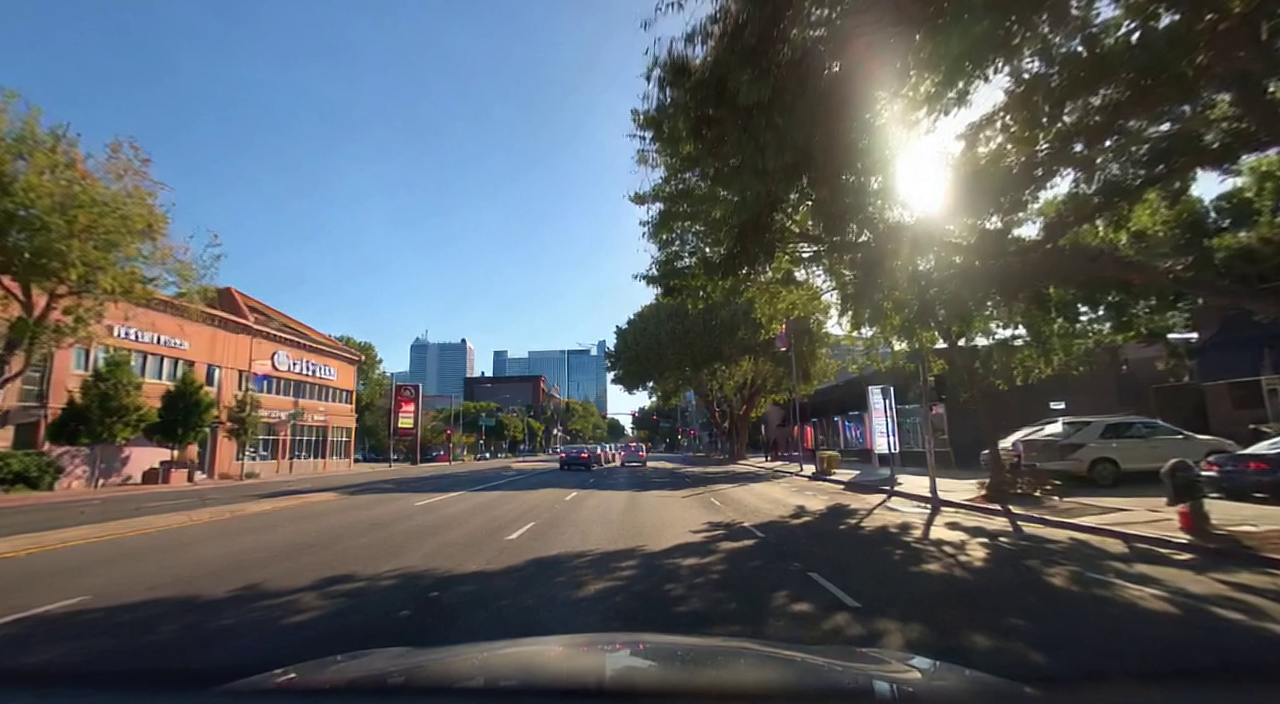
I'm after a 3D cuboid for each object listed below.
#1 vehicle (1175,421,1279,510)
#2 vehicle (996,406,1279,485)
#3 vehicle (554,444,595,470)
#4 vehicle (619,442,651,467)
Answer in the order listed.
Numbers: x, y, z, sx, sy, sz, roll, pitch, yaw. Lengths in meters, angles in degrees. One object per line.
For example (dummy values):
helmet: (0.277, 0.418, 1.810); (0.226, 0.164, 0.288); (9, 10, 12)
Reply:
vehicle: (13.061, 2.029, 11.508); (4.569, 1.483, 2.127); (-1, -9, 3)
vehicle: (13.495, 2.548, 17.164); (6.063, 1.949, 2.531); (0, -9, 2)
vehicle: (-3.981, 6.465, 39.160); (2.020, 1.457, 4.496); (0, -9, 0)
vehicle: (-0.341, 6.792, 41.983); (2.042, 1.555, 3.912); (0, -9, 0)
